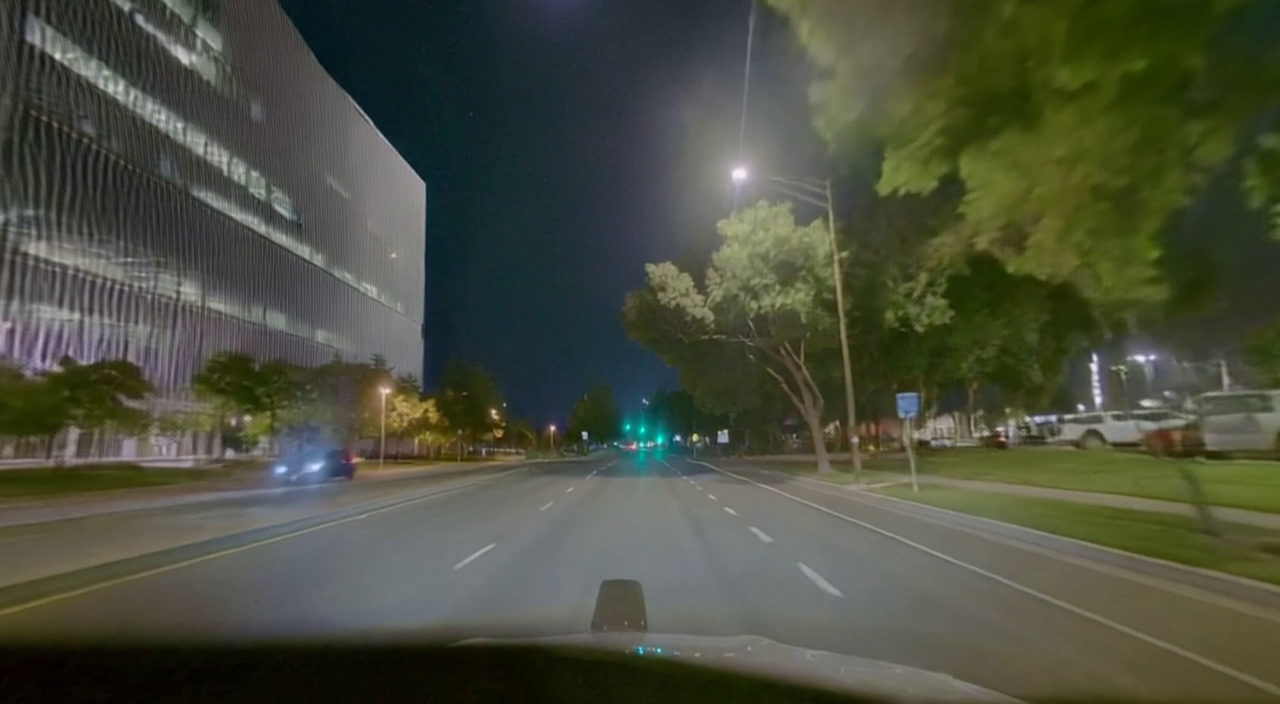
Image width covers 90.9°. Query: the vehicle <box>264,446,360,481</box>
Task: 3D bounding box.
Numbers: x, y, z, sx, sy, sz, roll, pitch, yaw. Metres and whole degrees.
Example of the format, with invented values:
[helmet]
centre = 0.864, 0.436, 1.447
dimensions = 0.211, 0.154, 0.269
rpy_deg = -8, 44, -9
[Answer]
[vehicle]
centre = -15.522, 5.256, 30.167
dimensions = 1.982, 1.504, 4.683
rpy_deg = 0, -8, 1
